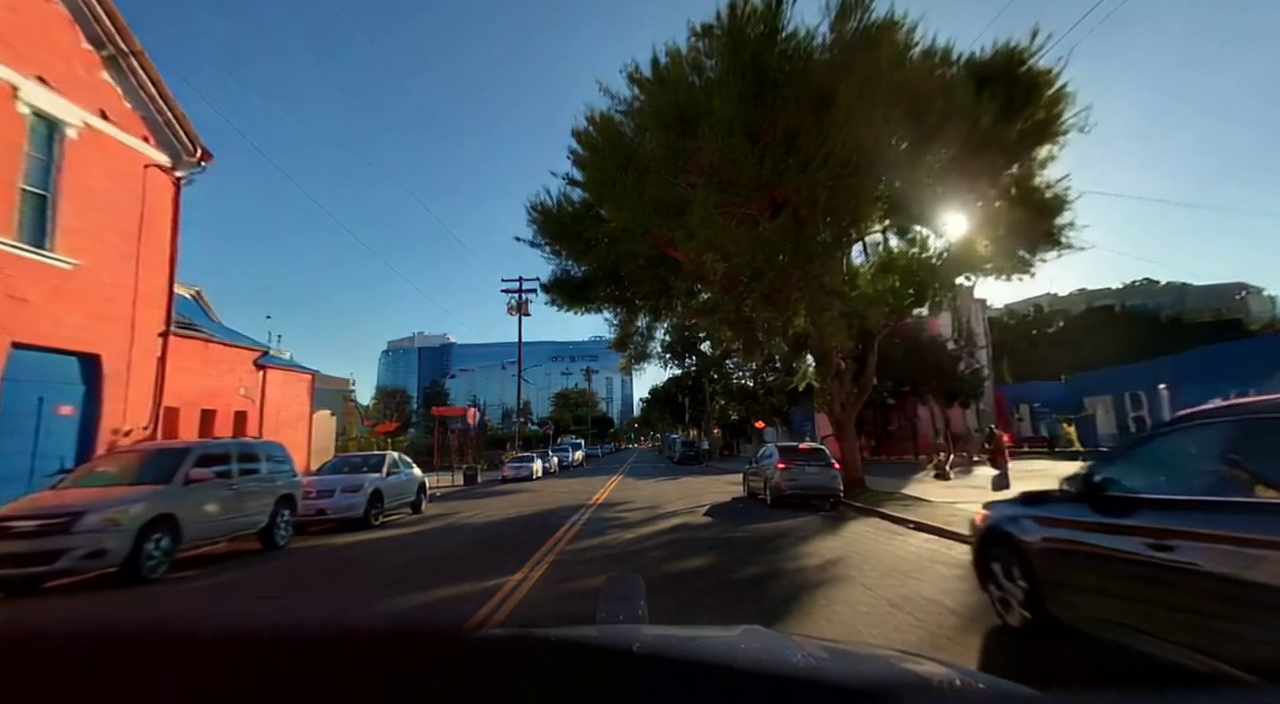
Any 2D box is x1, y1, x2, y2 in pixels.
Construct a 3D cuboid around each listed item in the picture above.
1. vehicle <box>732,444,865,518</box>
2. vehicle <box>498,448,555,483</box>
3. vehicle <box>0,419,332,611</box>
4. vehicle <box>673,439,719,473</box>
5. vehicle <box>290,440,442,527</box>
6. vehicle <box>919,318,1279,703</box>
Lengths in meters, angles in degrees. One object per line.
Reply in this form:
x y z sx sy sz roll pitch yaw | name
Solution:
3.571 2.993 15.289 1.942 1.476 4.739 0 -9 -1 | vehicle
-5.826 5.885 32.932 1.910 1.488 3.999 -1 -6 6 | vehicle
-6.202 1.959 8.518 1.983 1.809 4.503 -2 -9 -2 | vehicle
3.352 6.364 38.788 2.313 1.937 5.092 0 -9 0 | vehicle
-6.289 3.033 15.059 1.906 1.623 4.057 -4 -9 -2 | vehicle
3.455 0.879 2.885 2.182 1.824 4.622 0 -9 -1 | vehicle
